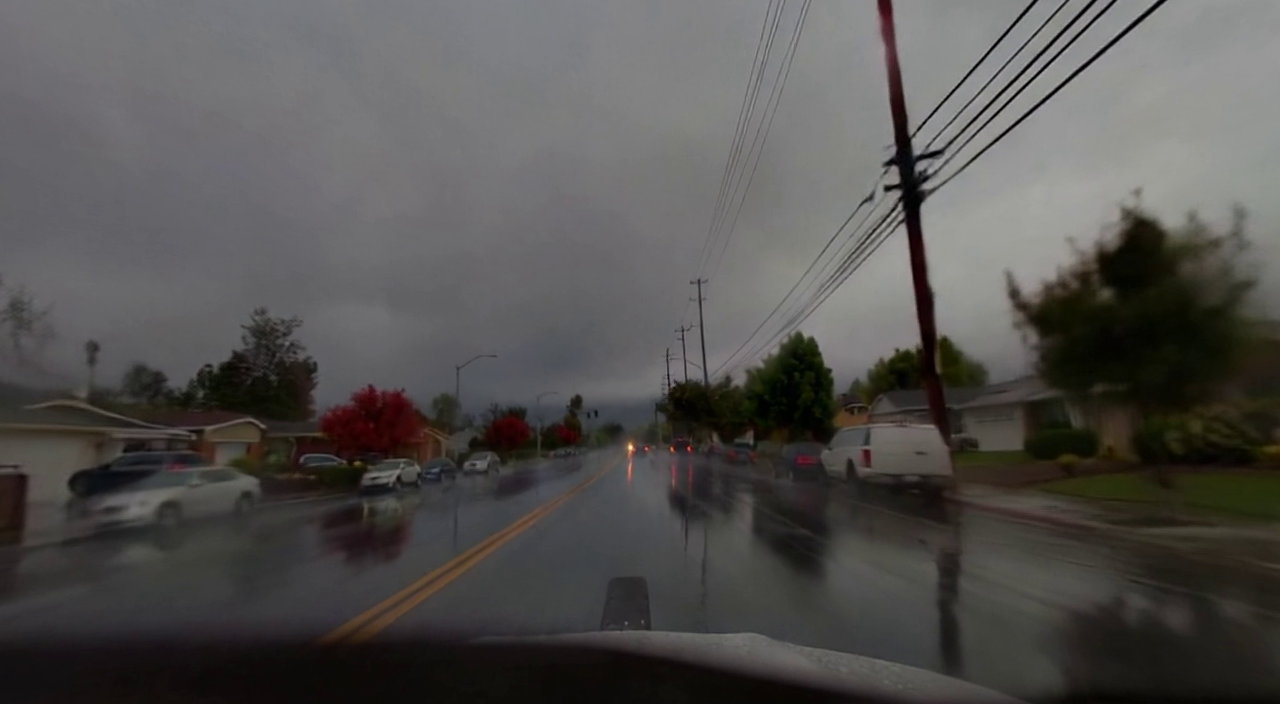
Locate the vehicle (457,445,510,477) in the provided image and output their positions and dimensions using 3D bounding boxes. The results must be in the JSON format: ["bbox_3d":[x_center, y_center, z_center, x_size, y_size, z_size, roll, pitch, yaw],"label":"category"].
[{"bbox_3d":[-10.438,7.275,42.434,2.258,1.846,4.843,-4,-8,1],"label":"vehicle"}]

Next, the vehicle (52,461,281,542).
[{"bbox_3d":[-10.772,3.389,14.889,1.896,1.495,4.425,0,-8,1],"label":"vehicle"}]

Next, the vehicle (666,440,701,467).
[{"bbox_3d":[2.974,7.115,44.268,2.070,1.765,4.731,0,-8,-1],"label":"vehicle"}]

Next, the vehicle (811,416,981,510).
[{"bbox_3d":[6.517,2.916,16.986,2.274,2.090,5.465,0,-8,0],"label":"vehicle"}]

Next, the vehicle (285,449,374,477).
[{"bbox_3d":[-17.952,6.443,36.574,4.092,1.546,1.995,0,-8,1],"label":"vehicle"}]

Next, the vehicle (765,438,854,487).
[{"bbox_3d":[6.339,4.177,24.208,2.079,1.697,4.753,0,-8,0],"label":"vehicle"}]

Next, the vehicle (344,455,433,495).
[{"bbox_3d":[-10.605,5.191,26.938,2.098,1.503,4.113,0,-8,0],"label":"vehicle"}]
